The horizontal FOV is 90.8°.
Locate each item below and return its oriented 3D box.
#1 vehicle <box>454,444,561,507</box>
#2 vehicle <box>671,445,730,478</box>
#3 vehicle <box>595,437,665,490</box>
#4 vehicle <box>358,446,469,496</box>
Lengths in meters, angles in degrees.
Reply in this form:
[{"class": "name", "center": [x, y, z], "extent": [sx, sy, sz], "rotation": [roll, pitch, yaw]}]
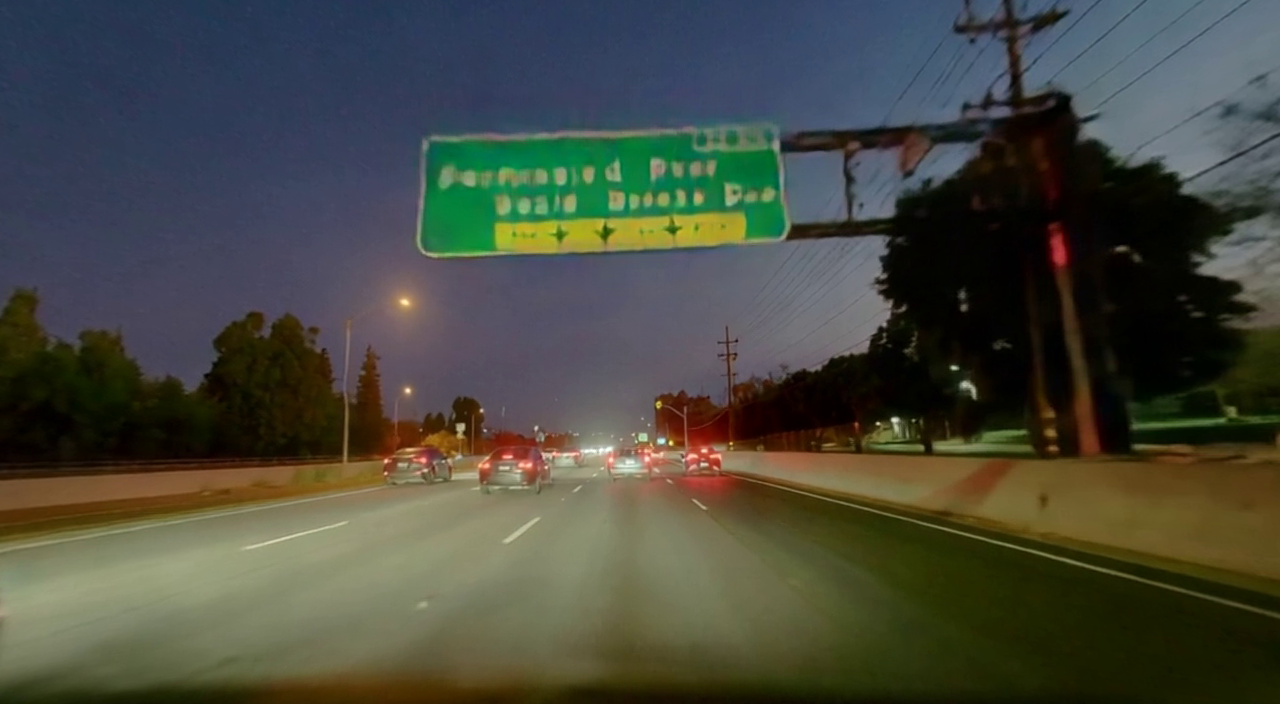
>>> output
[{"class": "vehicle", "center": [-3.387, 3.233, 17.072], "extent": [1.958, 1.447, 4.454], "rotation": [0, -9, 0]}, {"class": "vehicle", "center": [2.803, 5.230, 30.448], "extent": [2.197, 1.464, 4.356], "rotation": [0, -9, -3]}, {"class": "vehicle", "center": [-0.390, 3.965, 22.799], "extent": [2.284, 1.699, 4.168], "rotation": [0, -9, -2]}, {"class": "vehicle", "center": [-7.322, 3.863, 20.974], "extent": [1.959, 1.435, 4.719], "rotation": [0, -9, 0]}]
